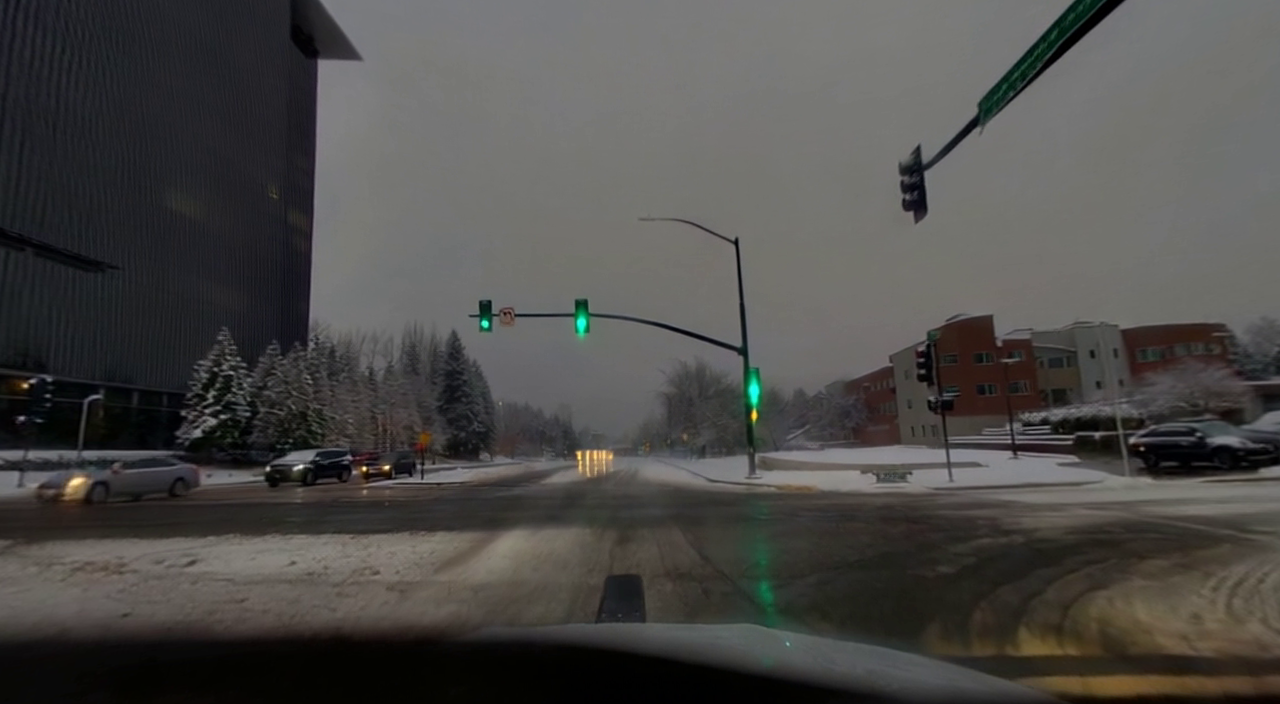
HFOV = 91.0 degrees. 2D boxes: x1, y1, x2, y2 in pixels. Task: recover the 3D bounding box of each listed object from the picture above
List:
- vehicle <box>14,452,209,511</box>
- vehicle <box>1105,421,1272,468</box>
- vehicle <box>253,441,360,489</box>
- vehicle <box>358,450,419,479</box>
[{"bbox_3d":[-15.082,3.678,18.375,1.790,1.437,4.349,0,-9,2],"label":"vehicle"},{"bbox_3d":[19.082,3.264,22.243,1.834,1.480,4.458,0,-9,-1],"label":"vehicle"},{"bbox_3d":[-14.838,5.030,28.426,2.091,1.915,5.040,0,-9,0],"label":"vehicle"},{"bbox_3d":[-15.114,6.764,38.111,1.932,1.605,4.146,0,-9,0],"label":"vehicle"}]
